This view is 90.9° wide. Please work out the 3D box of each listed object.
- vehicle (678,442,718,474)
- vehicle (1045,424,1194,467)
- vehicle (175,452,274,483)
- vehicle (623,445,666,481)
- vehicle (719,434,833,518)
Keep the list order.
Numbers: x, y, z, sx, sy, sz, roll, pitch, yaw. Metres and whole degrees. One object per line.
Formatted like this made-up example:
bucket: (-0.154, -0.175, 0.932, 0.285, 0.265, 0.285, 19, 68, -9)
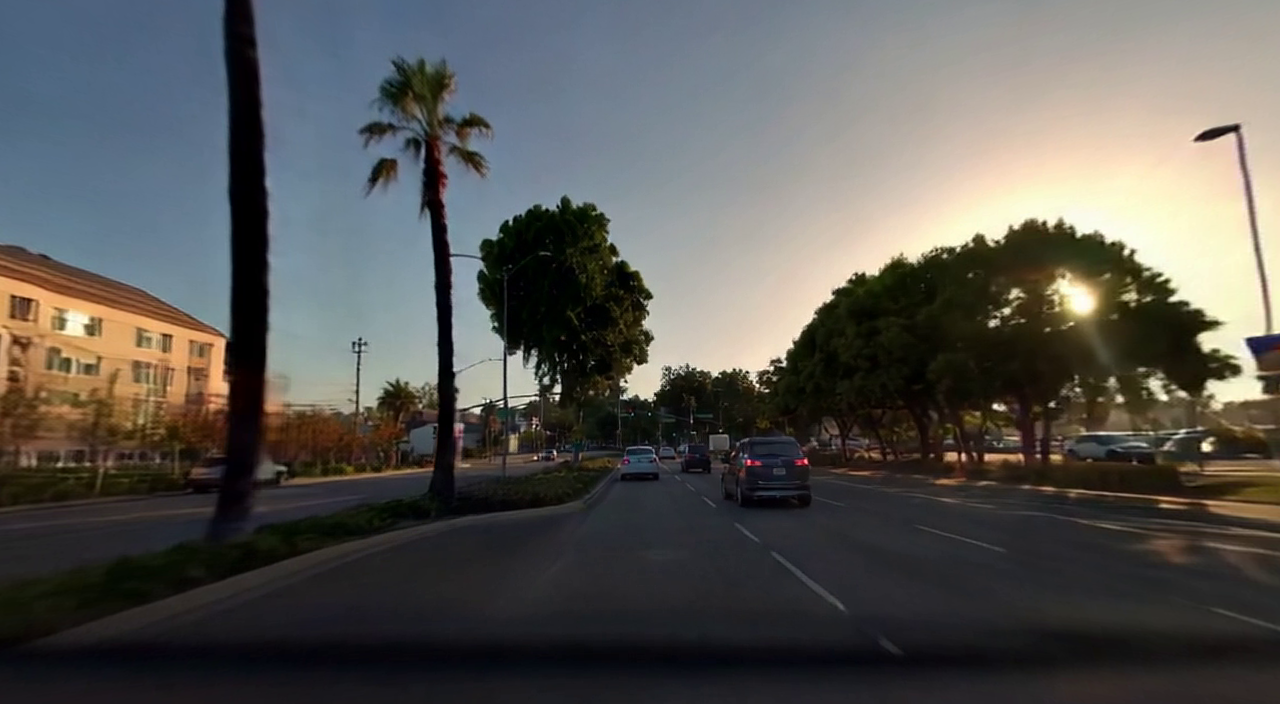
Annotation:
vehicle: (3.739, 6.954, 41.725, 2.154, 1.975, 4.634, 0, -9, 0)
vehicle: (21.431, 4.187, 28.353, 4.831, 1.816, 2.295, 0, -9, -2)
vehicle: (-26.693, 7.377, 40.589, 2.124, 1.784, 4.803, -8, -11, 40)
vehicle: (0.190, 5.453, 31.221, 1.991, 1.664, 3.814, 0, -9, 0)
vehicle: (3.164, 2.955, 15.511, 1.872, 1.752, 3.896, 0, -9, -1)
